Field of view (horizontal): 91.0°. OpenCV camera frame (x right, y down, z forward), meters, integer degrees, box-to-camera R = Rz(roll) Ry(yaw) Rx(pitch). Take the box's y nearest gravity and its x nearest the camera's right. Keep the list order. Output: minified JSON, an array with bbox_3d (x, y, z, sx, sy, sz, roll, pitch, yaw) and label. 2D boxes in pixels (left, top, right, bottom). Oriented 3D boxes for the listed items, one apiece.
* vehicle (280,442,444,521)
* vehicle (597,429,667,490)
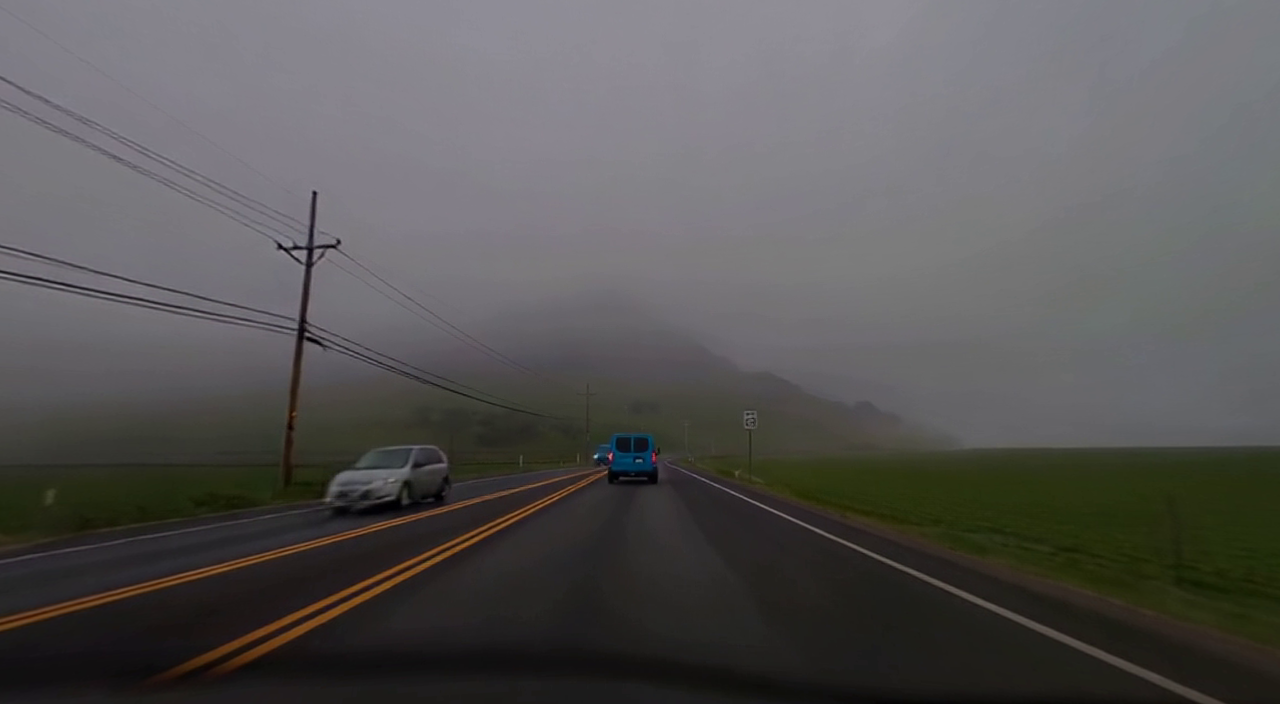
[{"bbox_3d":[-7.191,3.367,16.946,2.120,1.804,4.392,-1,-9,5],"label":"vehicle"},{"bbox_3d":[-0.246,4.138,24.497,2.454,2.144,4.535,0,-9,1],"label":"vehicle"}]
